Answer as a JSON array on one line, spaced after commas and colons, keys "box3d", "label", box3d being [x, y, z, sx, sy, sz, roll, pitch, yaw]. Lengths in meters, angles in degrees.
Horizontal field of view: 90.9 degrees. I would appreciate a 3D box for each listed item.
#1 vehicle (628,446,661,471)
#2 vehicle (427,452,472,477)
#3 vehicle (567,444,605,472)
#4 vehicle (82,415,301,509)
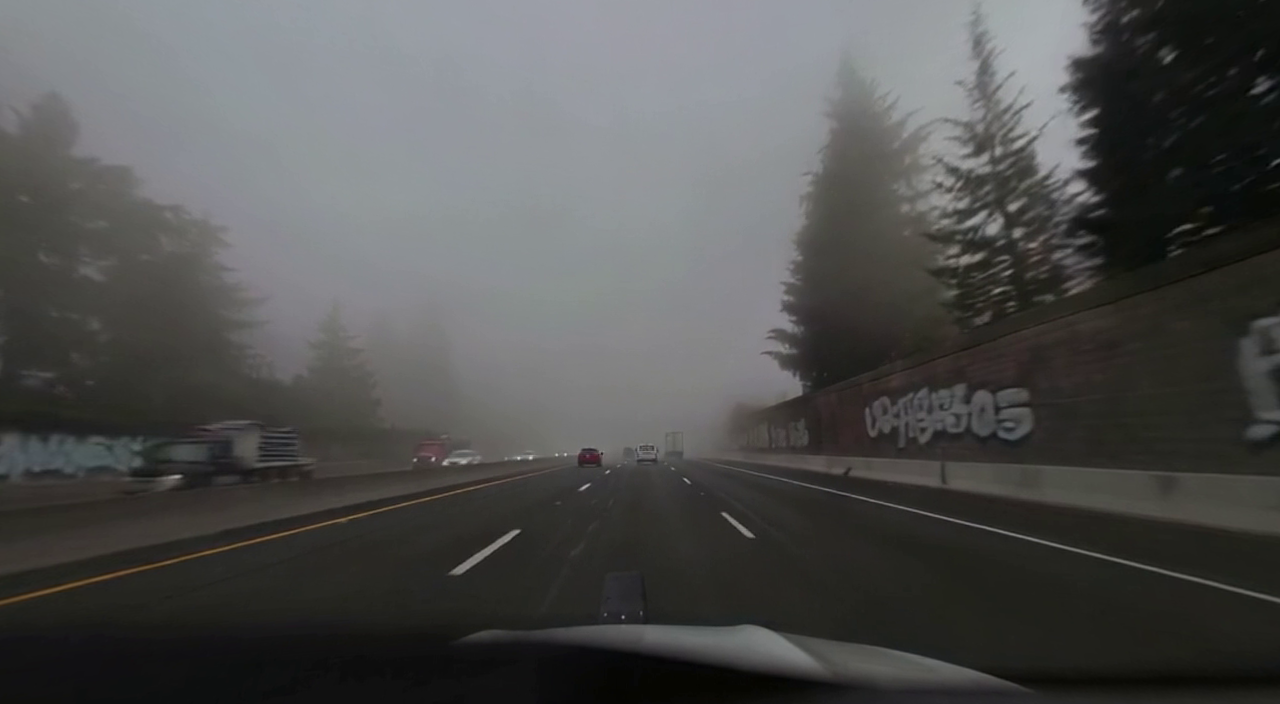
[{"box3d": [0.261, 6.920, 41.008, 2.009, 1.506, 4.091, -1, -9, 0], "label": "vehicle"}, {"box3d": [-12.328, 7.296, 40.952, 1.853, 1.521, 3.633, 0, -9, -1], "label": "vehicle"}, {"box3d": [-3.459, 6.927, 41.260, 2.095, 1.671, 4.193, -1, -9, 1], "label": "vehicle"}, {"box3d": [-16.884, 4.235, 24.660, 2.908, 3.076, 7.474, -1, -9, 1], "label": "vehicle"}]
